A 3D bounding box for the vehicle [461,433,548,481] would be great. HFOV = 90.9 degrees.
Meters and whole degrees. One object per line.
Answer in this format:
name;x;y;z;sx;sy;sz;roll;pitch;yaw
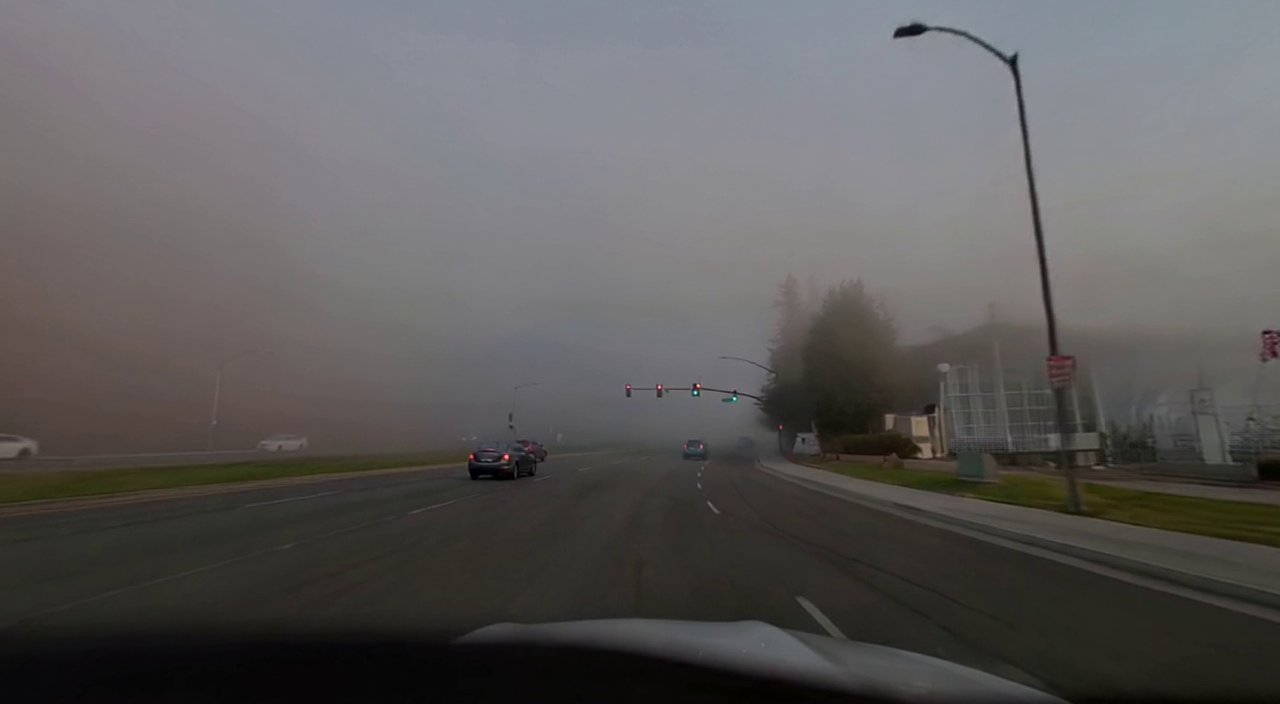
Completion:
vehicle;-5.362;4.238;25.668;2.181;1.728;4.515;-1;-9;5
